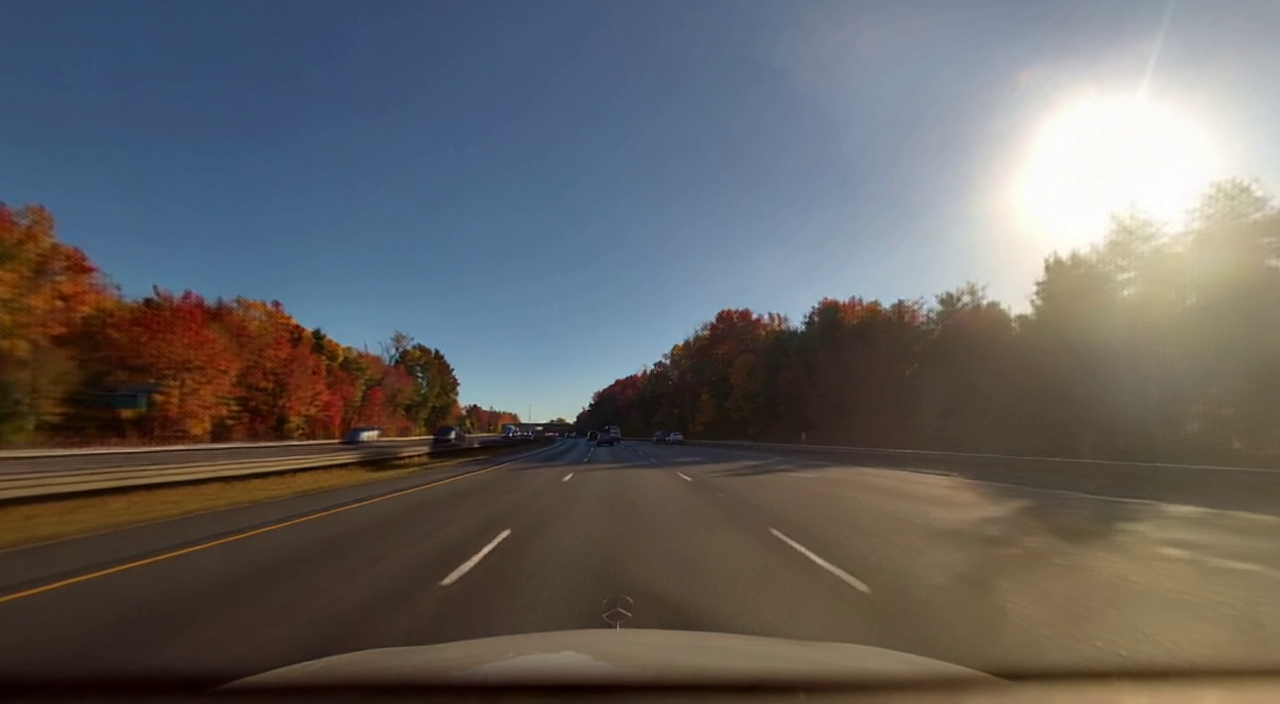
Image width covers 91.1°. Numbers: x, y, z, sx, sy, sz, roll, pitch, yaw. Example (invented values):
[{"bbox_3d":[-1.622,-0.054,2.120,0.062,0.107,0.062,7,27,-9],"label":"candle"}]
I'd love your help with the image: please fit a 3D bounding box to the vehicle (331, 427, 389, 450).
[{"bbox_3d":[-19.010,5.886,42.867,1.910,1.505,4.760,0,-8,-2],"label":"vehicle"}]
